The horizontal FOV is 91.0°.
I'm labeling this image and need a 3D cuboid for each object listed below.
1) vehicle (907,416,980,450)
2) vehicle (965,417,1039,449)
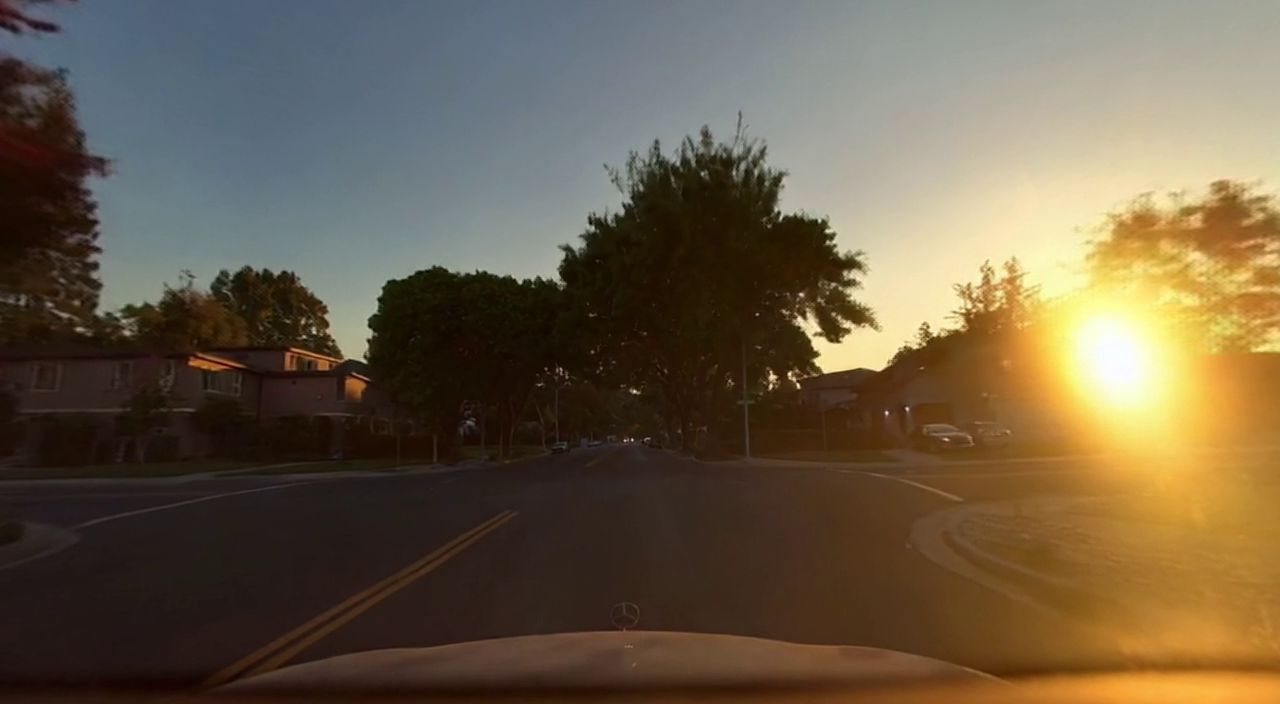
[{"bbox_3d":[16.109,4.368,33.641,1.829,1.667,4.437,-1,-8,2],"label":"vehicle"},{"bbox_3d":[18.855,4.282,33.002,1.803,1.504,4.324,-1,-8,7],"label":"vehicle"}]
